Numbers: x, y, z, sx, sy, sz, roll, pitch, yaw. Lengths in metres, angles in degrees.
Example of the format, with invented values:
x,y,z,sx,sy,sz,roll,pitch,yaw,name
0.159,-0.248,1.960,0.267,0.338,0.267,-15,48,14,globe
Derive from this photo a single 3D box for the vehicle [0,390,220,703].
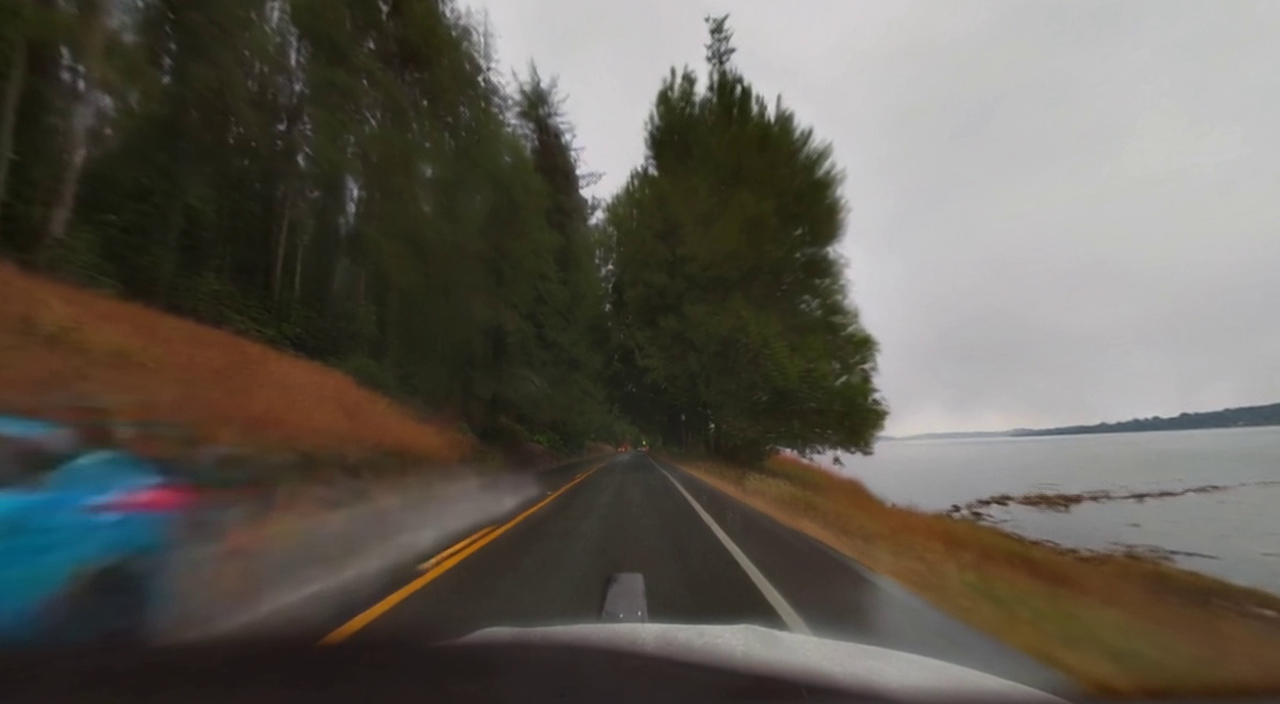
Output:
x,y,z,sx,sy,sz,roll,pitch,yaw,name
-4.157,0.873,2.223,2.179,1.579,4.637,0,-8,0,vehicle
